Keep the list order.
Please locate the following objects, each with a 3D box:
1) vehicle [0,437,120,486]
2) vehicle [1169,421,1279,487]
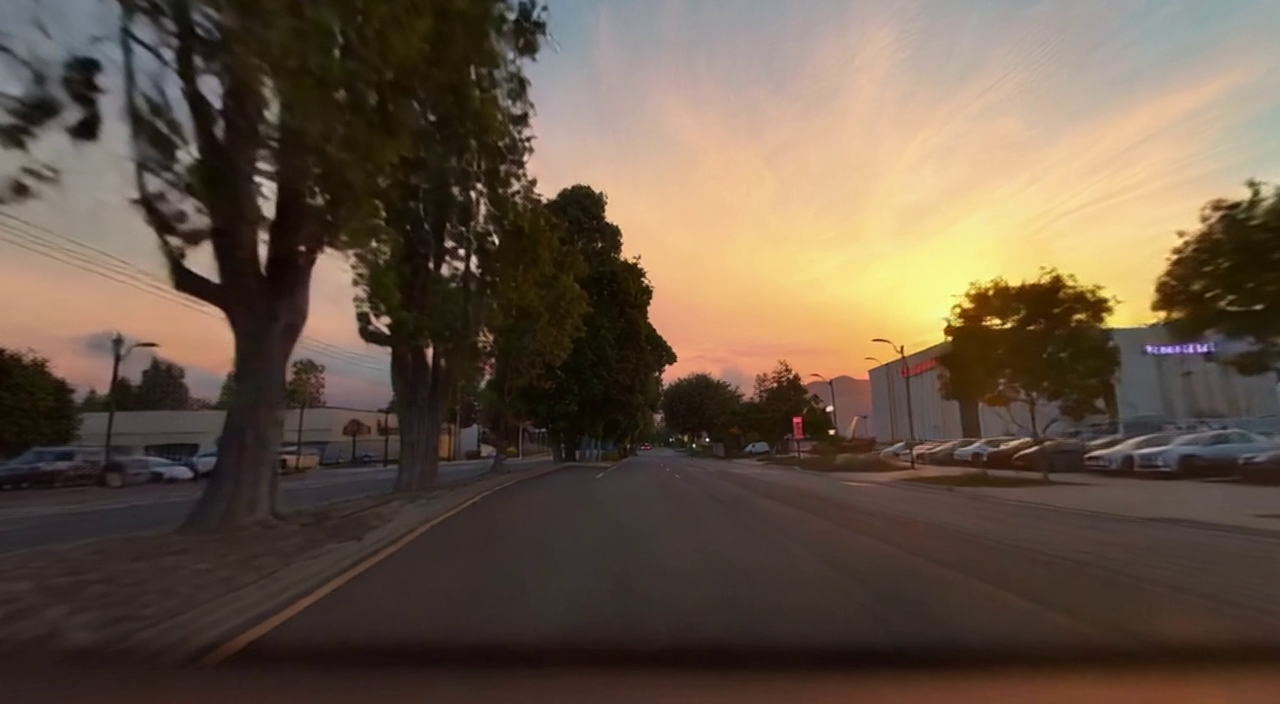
[{"bbox_3d":[-25.454,4.615,26.439,5.442,1.851,2.152,-2,-9,1],"label":"vehicle"},{"bbox_3d":[20.261,3.176,19.749,5.392,1.923,2.156,0,-9,0],"label":"vehicle"}]
